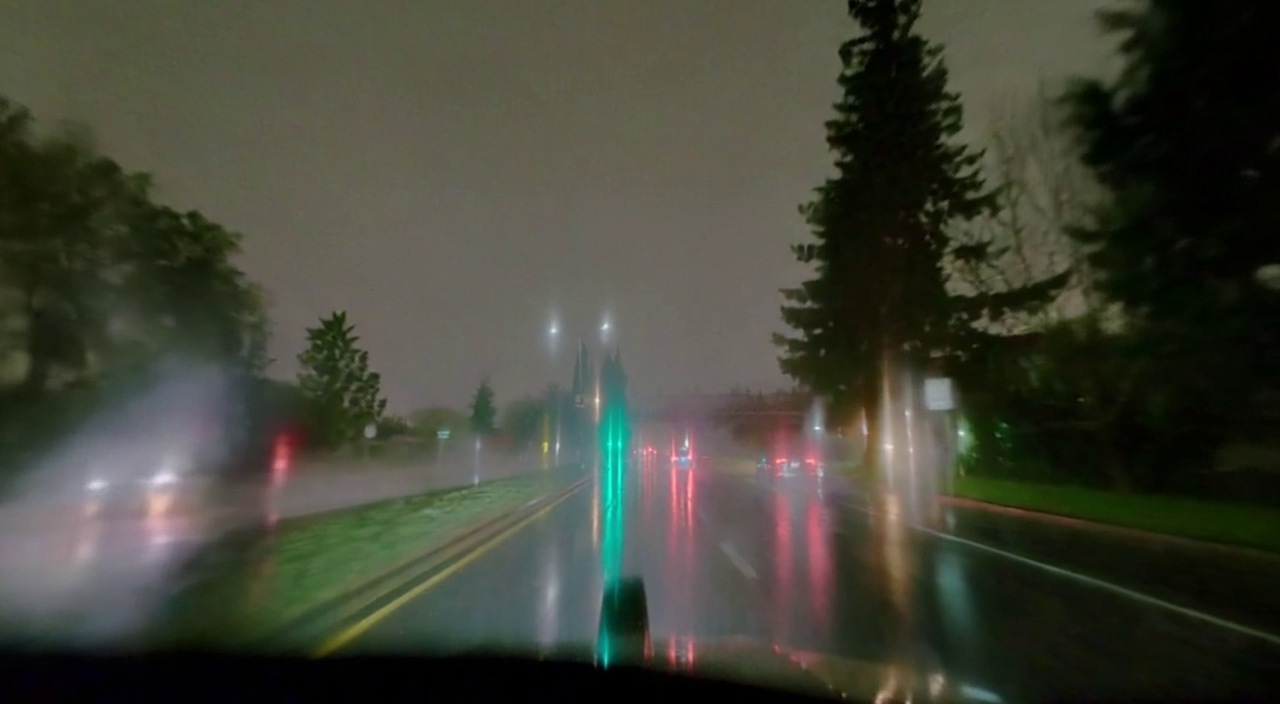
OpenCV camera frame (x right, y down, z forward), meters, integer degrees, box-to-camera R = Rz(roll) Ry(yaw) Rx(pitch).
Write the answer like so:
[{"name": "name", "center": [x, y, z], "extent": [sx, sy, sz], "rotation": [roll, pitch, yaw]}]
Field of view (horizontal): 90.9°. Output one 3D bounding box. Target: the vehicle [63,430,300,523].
[{"name": "vehicle", "center": [-10.708, 2.923, 15.361], "extent": [2.144, 1.835, 4.733], "rotation": [2, -9, 0]}]
